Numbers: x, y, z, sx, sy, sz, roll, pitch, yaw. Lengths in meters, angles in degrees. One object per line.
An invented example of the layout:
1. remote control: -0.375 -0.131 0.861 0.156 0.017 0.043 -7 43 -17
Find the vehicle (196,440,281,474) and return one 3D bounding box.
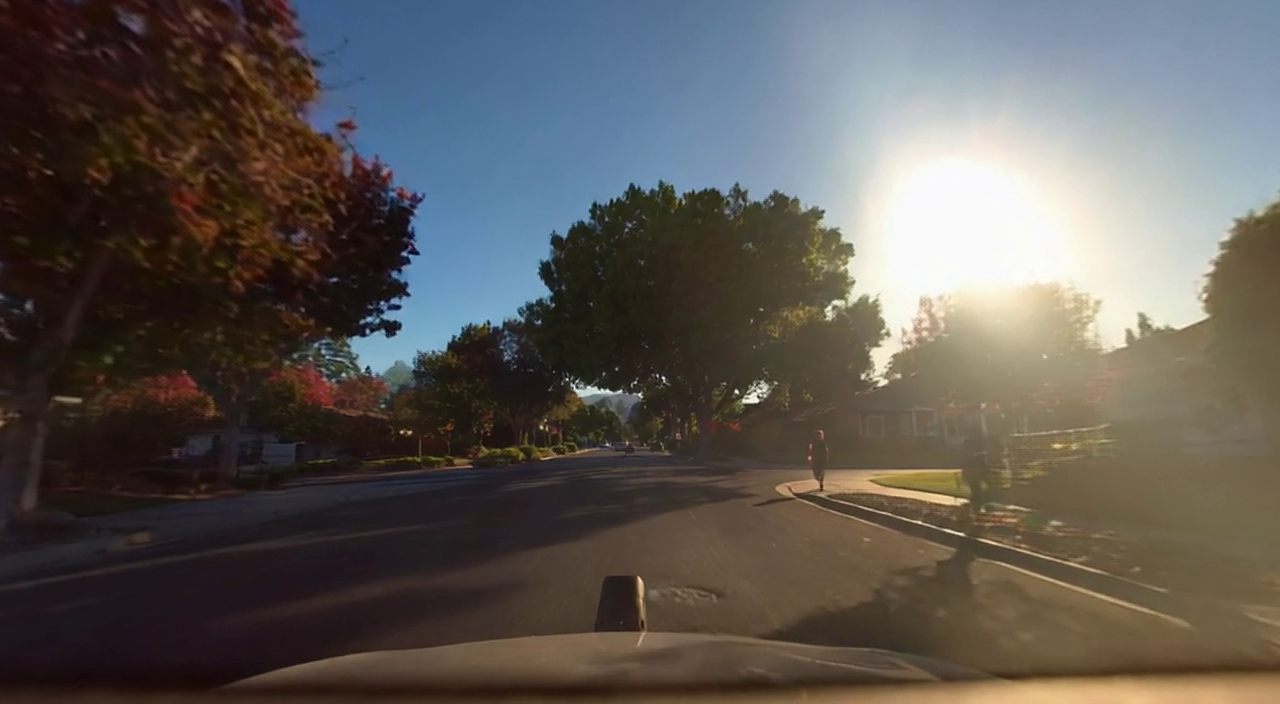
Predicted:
1. vehicle: -25.076 6.579 39.701 2.004 1.856 4.934 -4 -9 2
